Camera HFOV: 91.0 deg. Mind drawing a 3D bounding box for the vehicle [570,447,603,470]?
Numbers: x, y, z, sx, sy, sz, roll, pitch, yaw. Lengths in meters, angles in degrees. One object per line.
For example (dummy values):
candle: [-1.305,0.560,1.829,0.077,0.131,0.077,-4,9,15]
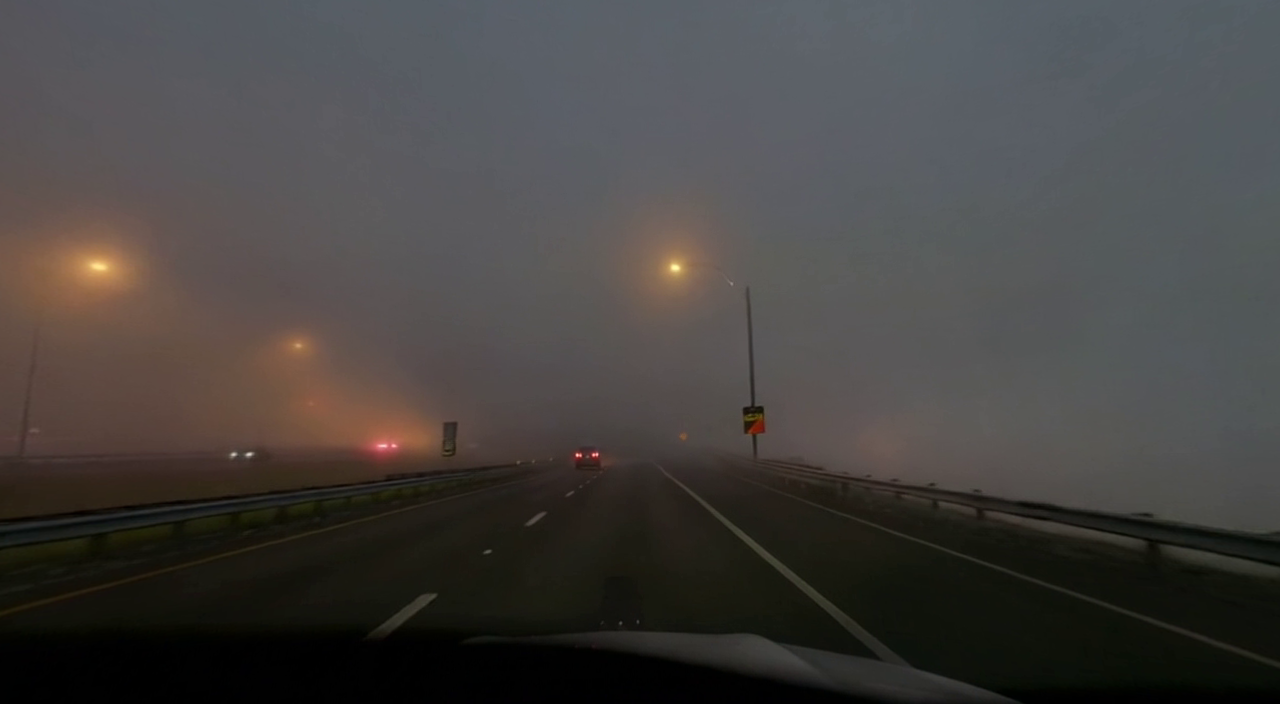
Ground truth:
vehicle: [-4.066,8.127,48.230,2.234,1.588,4.484,1,-9,-1]
